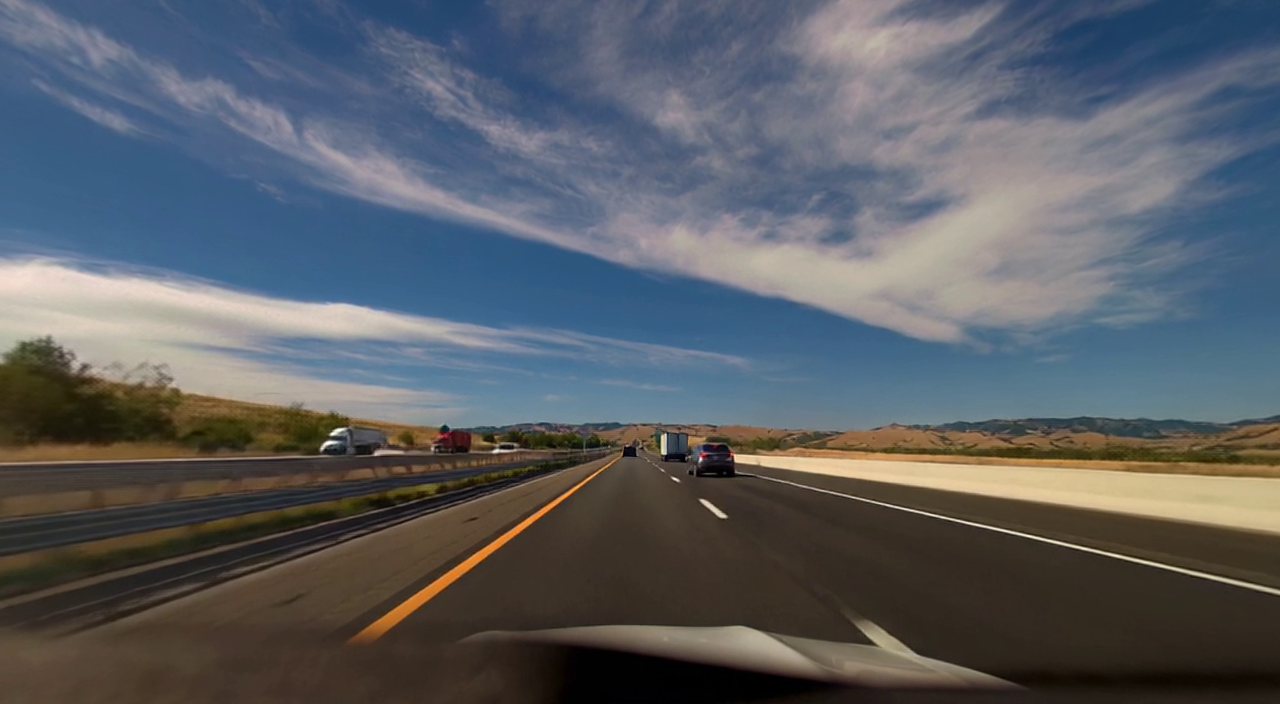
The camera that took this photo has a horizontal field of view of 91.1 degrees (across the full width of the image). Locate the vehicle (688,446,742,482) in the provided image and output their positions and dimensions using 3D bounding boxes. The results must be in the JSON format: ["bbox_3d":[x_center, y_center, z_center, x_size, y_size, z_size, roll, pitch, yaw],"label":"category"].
[{"bbox_3d":[3.318,5.013,28.356,1.836,1.459,3.766,0,-9,-2],"label":"vehicle"}]

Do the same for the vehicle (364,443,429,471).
[{"bbox_3d":[-13.740,5.926,35.755,1.886,1.475,4.427,0,-9,0],"label":"vehicle"}]

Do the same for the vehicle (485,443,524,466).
[{"bbox_3d":[-9.597,7.268,44.758,1.876,1.500,3.973,0,-9,0],"label":"vehicle"}]
